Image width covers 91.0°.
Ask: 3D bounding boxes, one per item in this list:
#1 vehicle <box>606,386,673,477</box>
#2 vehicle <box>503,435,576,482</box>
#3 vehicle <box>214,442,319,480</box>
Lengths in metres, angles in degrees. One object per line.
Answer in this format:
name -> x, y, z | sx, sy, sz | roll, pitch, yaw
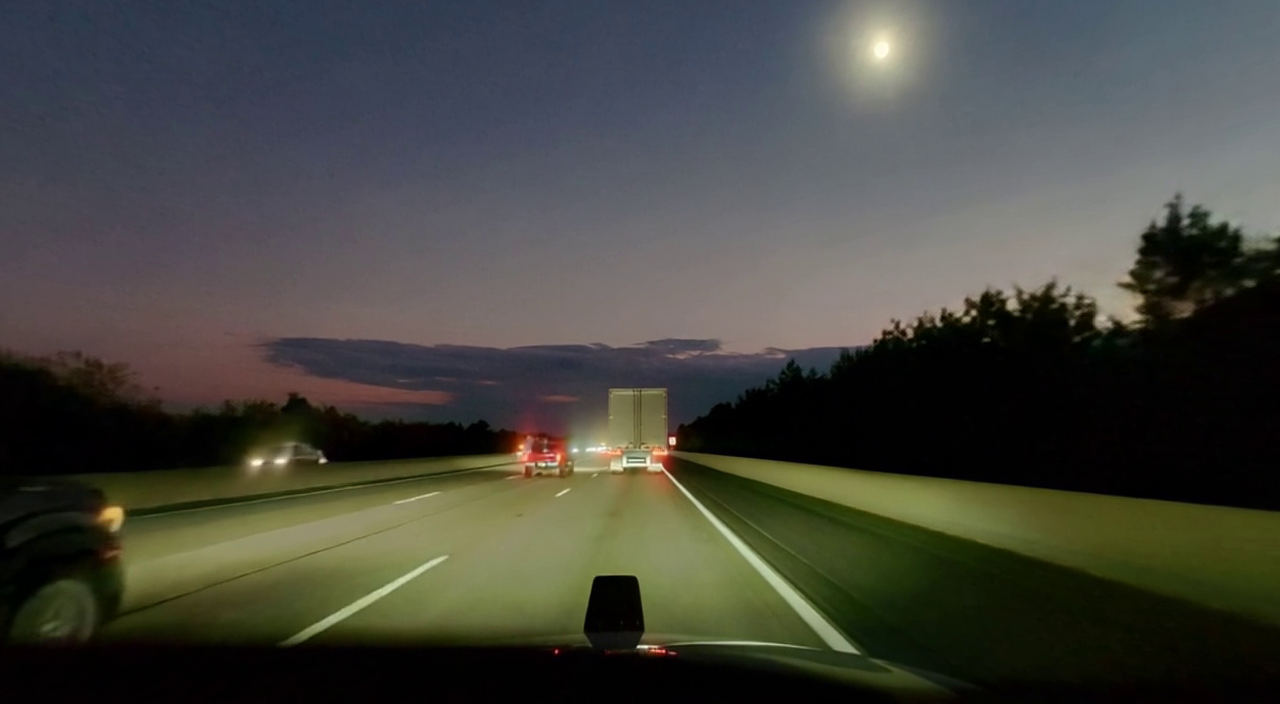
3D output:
vehicle -> -0.004, 4.493, 34.587 | 3.052, 4.132, 11.336 | 0, -9, 0
vehicle -> -4.267, 4.618, 27.583 | 2.285, 1.833, 4.984 | 0, -9, 1
vehicle -> -21.534, 6.283, 36.748 | 2.295, 1.987, 6.136 | 0, -9, 1
